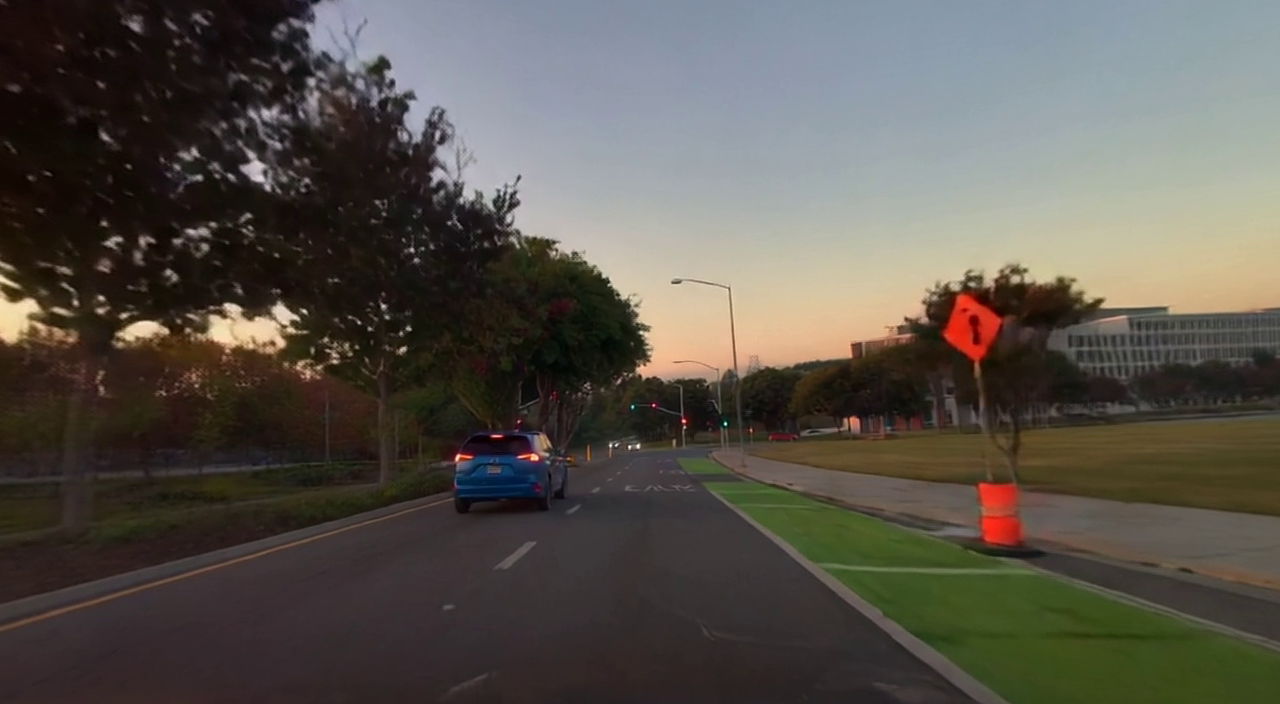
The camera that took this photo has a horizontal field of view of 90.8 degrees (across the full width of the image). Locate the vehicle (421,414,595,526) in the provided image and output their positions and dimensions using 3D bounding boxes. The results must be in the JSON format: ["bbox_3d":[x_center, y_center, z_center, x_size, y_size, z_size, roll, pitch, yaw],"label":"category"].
[{"bbox_3d":[-2.347,2.293,12.780,2.339,1.790,4.629,-2,-9,2],"label":"vehicle"}]
